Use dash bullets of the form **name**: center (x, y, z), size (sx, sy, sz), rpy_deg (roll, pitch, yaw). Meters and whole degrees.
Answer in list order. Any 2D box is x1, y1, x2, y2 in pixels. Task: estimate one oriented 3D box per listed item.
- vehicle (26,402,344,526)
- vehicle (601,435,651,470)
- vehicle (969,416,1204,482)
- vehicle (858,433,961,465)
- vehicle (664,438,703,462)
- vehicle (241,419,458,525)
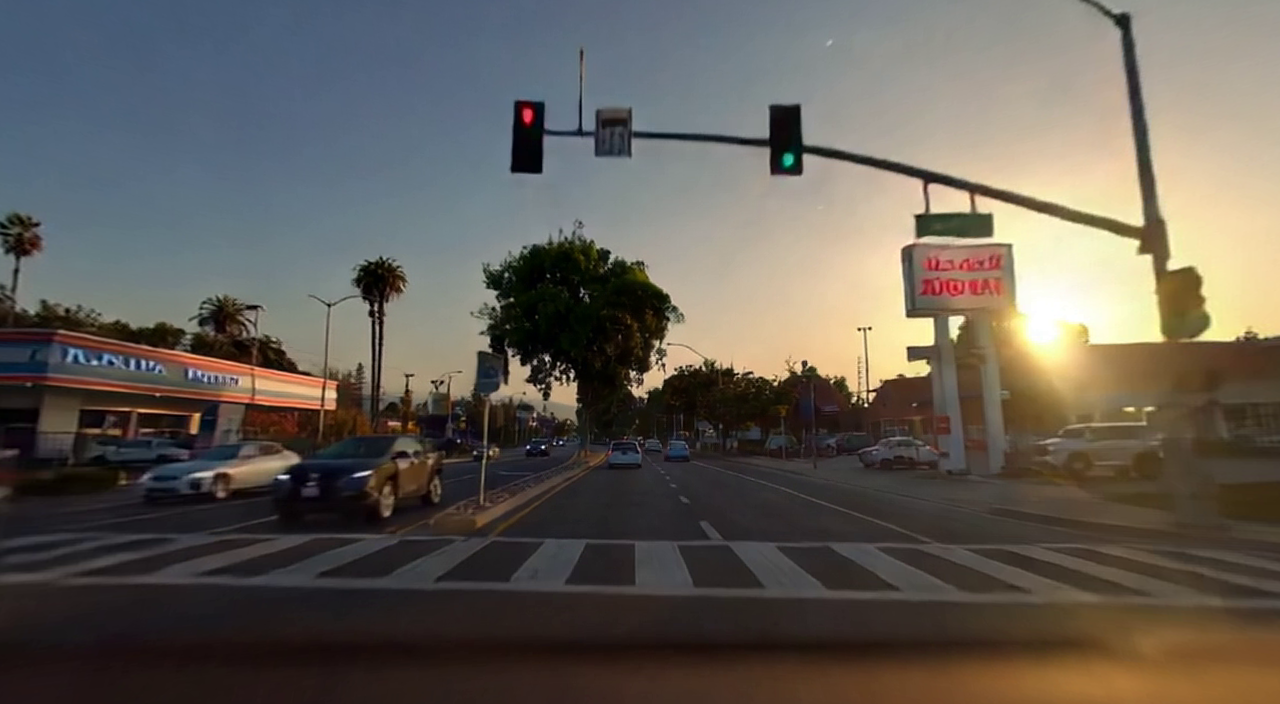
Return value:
- **vehicle**: center (-8.768, 2.236, 13.260), size (2.306, 2.012, 5.852), rpy_deg (0, -8, 0)
- **vehicle**: center (-0.665, 4.662, 29.655), size (2.160, 1.508, 4.319), rpy_deg (0, -8, -1)
- **vehicle**: center (13.675, 3.004, 19.665), size (5.718, 1.911, 2.088), rpy_deg (0, -8, -2)
- **vehicle**: center (13.589, 4.907, 32.109), size (4.360, 1.523, 1.900), rpy_deg (0, -8, -1)
- **vehicle**: center (2.714, 6.213, 40.245), size (2.060, 1.471, 4.168), rpy_deg (0, -8, -2)
- **vehicle**: center (-5.187, 2.186, 12.136), size (2.060, 1.643, 4.359), rpy_deg (0, -8, 0)
